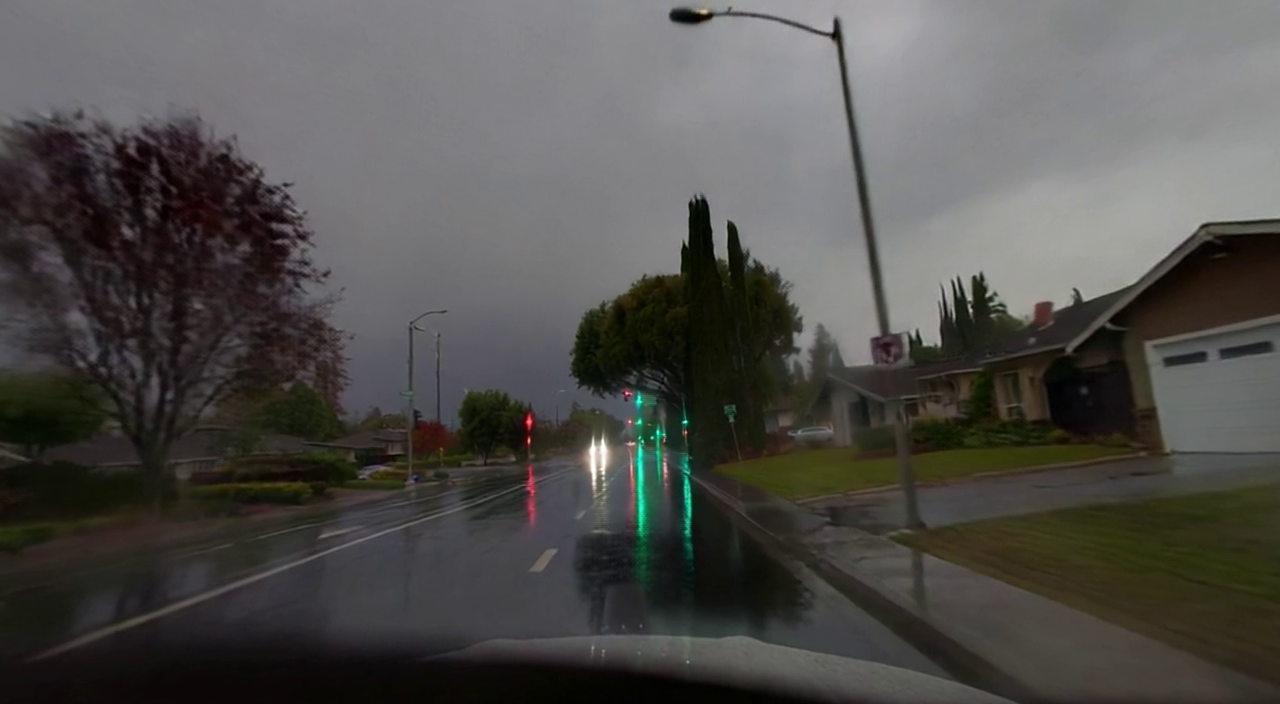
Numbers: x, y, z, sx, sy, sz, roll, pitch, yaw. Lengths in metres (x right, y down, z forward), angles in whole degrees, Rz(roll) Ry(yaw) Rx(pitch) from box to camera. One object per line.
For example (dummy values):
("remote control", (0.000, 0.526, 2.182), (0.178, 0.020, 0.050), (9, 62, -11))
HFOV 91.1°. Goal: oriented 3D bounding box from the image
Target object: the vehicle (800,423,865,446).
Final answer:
("vehicle", (14.657, 6.333, 48.036), (4.319, 1.700, 2.034), (0, -8, 1))
